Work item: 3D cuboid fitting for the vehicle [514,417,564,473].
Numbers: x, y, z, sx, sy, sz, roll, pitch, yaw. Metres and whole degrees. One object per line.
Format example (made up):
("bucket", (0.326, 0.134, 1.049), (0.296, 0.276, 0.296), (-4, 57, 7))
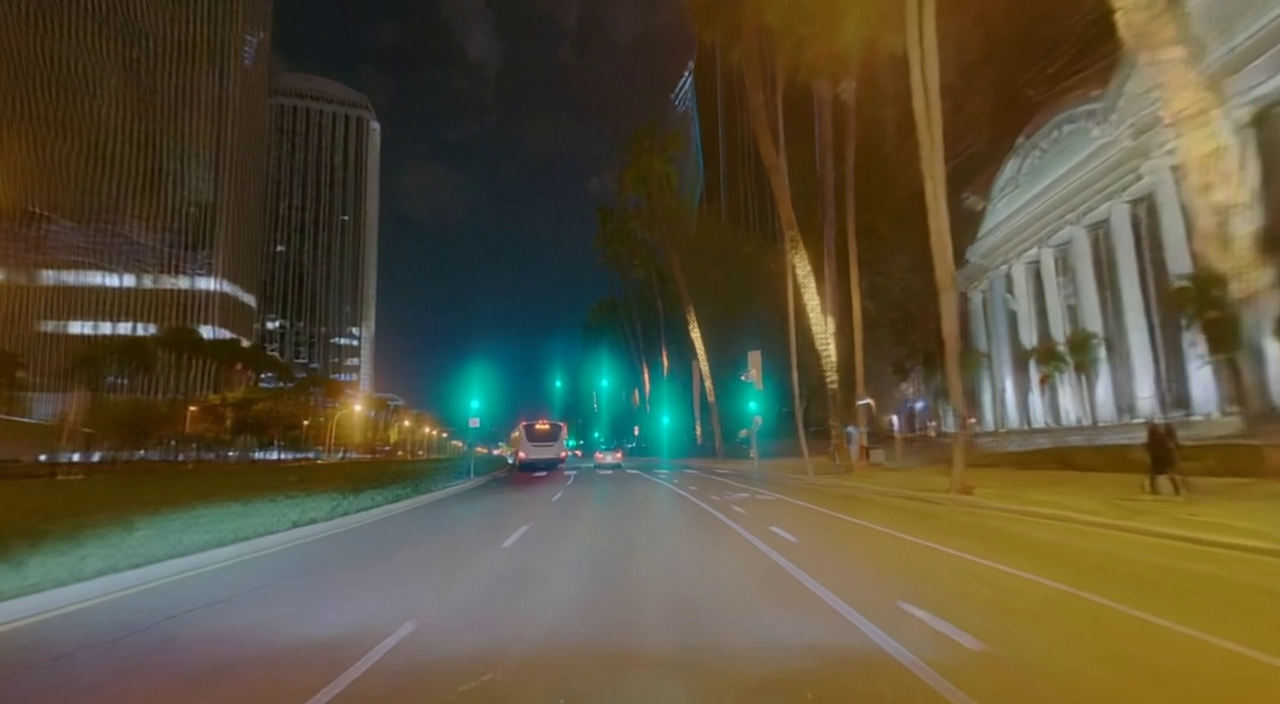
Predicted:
("vehicle", (-6.089, 5.761, 38.972), (2.678, 3.042, 8.474), (1, -8, -7))

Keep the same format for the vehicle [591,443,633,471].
("vehicle", (-1.660, 5.991, 36.199), (2.107, 1.481, 4.097), (1, -8, -7))
